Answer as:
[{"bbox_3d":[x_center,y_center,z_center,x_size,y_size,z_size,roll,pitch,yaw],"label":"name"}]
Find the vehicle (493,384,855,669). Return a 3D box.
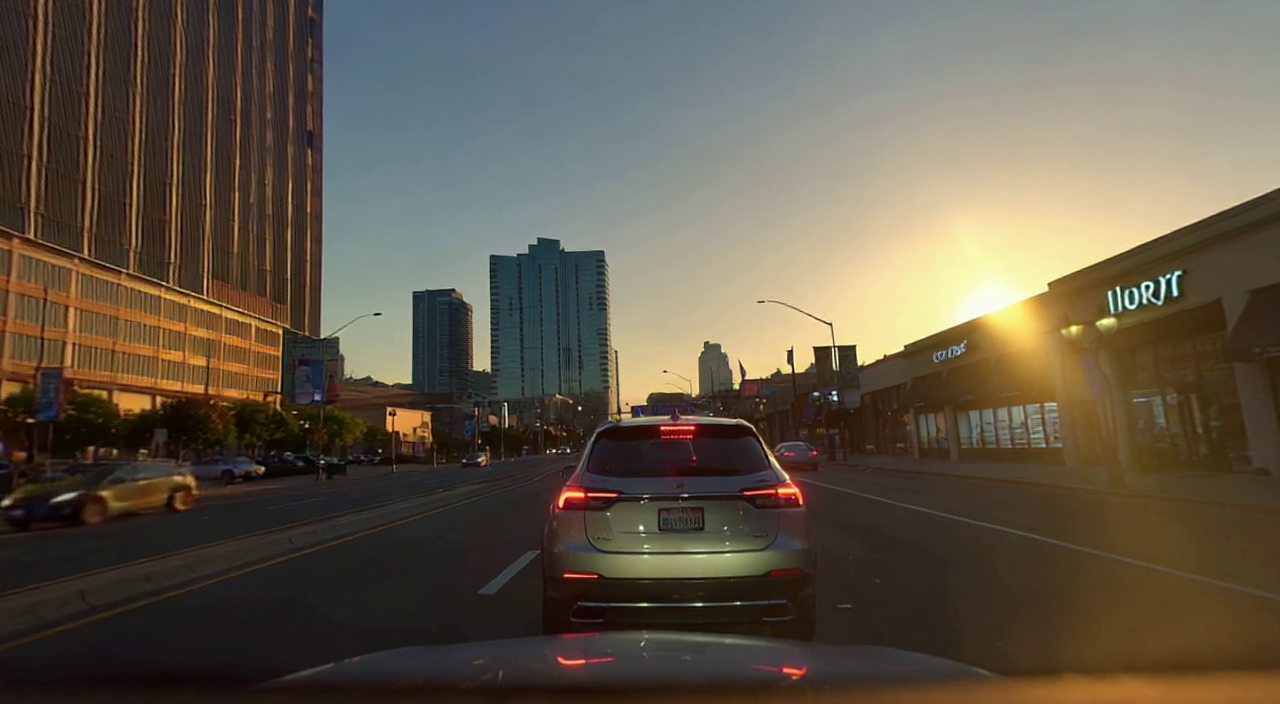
[{"bbox_3d":[0.201,1.310,5.732,2.125,1.669,3.880,0,-8,0],"label":"vehicle"}]

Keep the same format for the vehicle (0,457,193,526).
[{"bbox_3d":[-14.181,3.562,16.544,1.991,1.486,3.844,0,-8,1],"label":"vehicle"}]

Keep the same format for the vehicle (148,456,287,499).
[{"bbox_3d":[-18.588,5.485,27.980,1.981,1.659,4.608,-5,-10,29],"label":"vehicle"}]
